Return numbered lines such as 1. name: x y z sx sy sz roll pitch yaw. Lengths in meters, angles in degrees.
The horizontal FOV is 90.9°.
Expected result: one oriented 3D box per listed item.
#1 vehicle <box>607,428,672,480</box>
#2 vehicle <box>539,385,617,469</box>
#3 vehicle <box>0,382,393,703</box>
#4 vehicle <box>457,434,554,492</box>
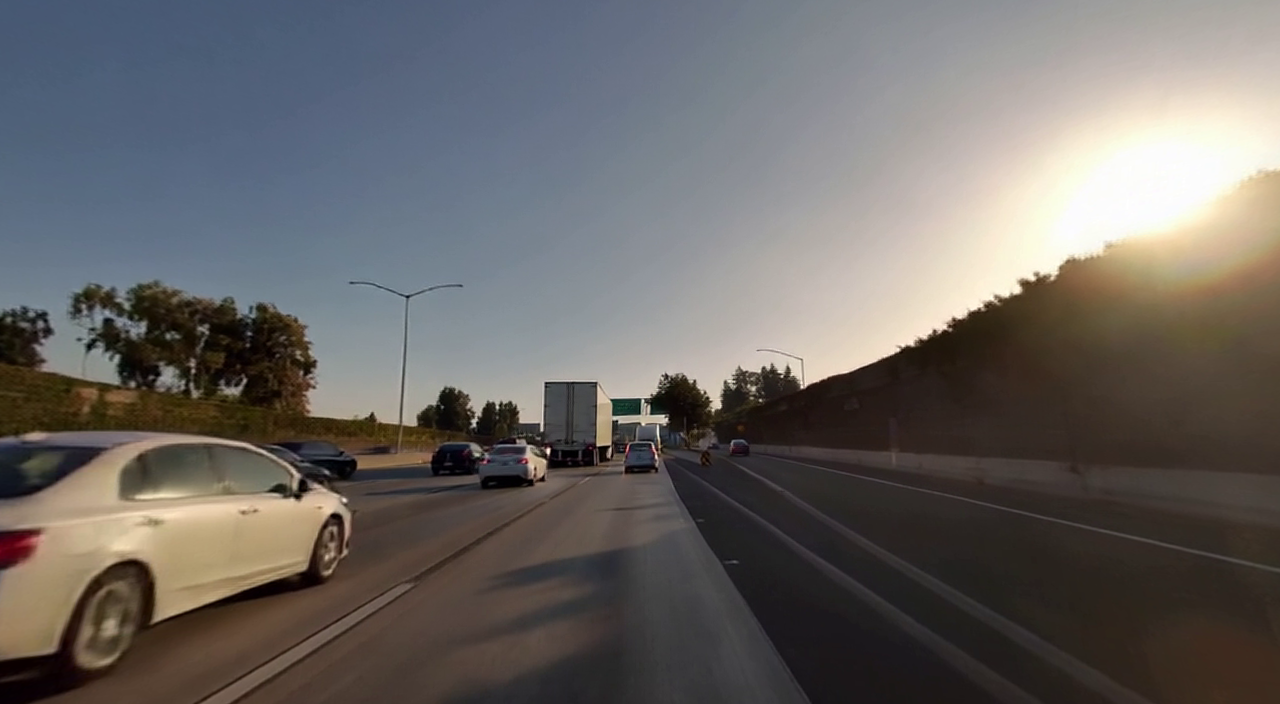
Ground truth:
1. vehicle: -0.013 3.998 24.887 2.325 1.864 4.128 0 -8 0
2. vehicle: -3.611 5.318 41.950 3.348 4.469 16.443 0 -9 1
3. vehicle: -3.772 1.206 4.712 1.866 1.568 4.603 0 -8 2
4. vehicle: -4.080 3.428 19.797 2.124 1.627 3.863 0 -8 1
